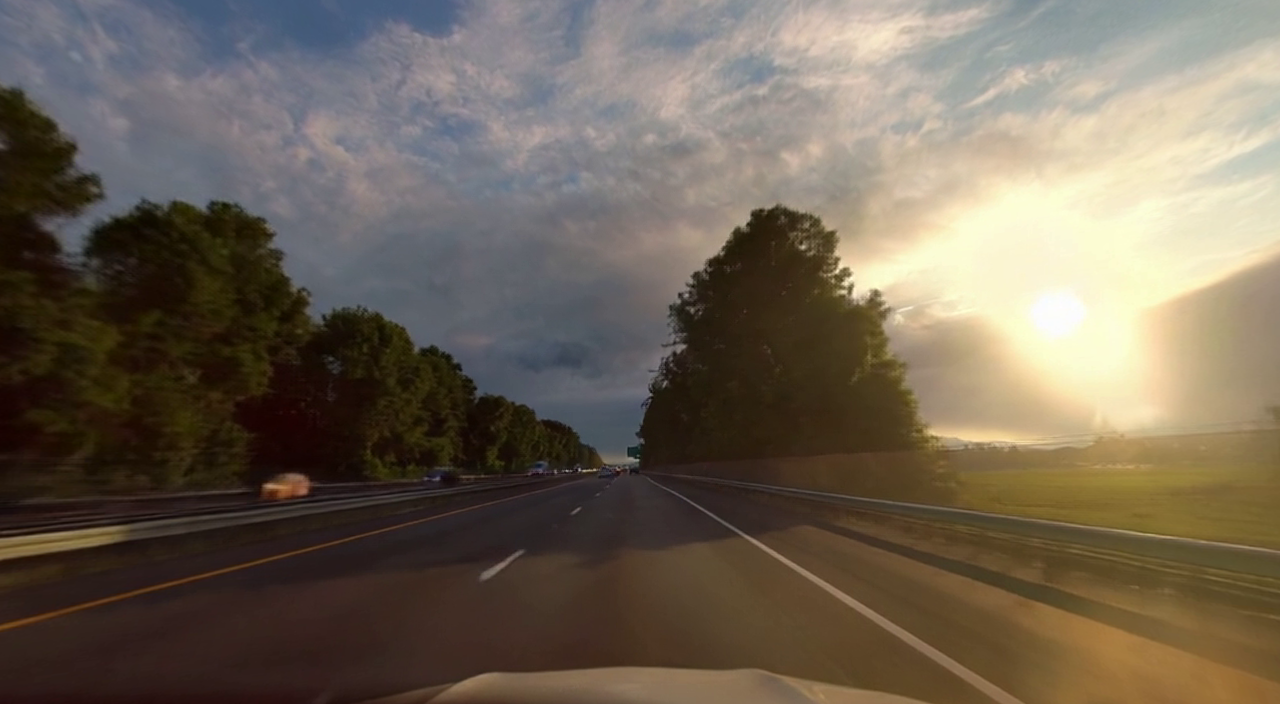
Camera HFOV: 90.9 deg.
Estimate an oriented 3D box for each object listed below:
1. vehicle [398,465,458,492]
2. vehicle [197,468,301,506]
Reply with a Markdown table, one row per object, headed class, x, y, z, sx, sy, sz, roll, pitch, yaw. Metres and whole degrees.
| class | x | y | z | sx | sy | sz | roll | pitch | yaw |
| --- | --- | --- | --- | --- | --- | --- | --- | --- | --- |
| vehicle | -12.909 | 7.730 | 38.694 | 2.071 | 1.483 | 4.711 | 1 | -11 | -1 |
| vehicle | -17.131 | 5.920 | 27.909 | 1.806 | 1.484 | 4.295 | 1 | -11 | 0 |
